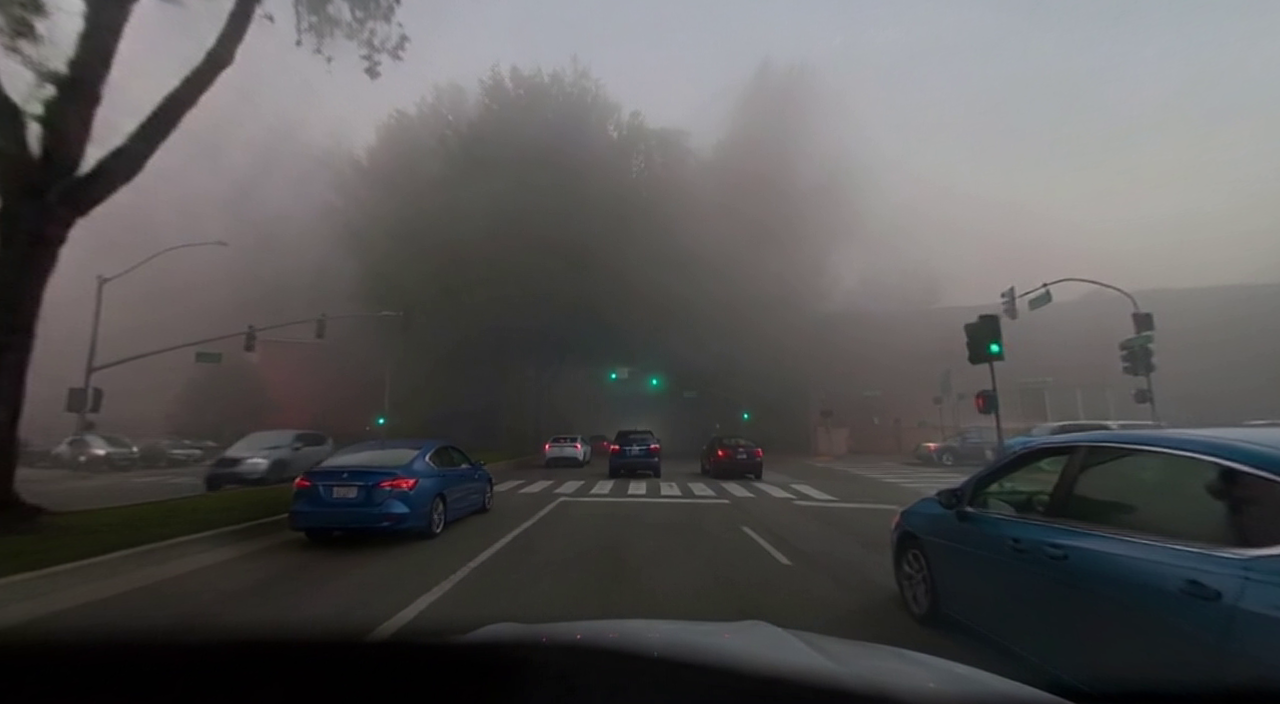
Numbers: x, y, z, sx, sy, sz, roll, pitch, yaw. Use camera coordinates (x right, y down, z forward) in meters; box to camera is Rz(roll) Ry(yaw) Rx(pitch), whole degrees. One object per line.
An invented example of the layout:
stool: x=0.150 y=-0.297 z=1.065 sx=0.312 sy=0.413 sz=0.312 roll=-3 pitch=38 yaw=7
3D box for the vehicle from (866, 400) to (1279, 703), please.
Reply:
vehicle: x=3.071 y=1.089 z=3.401 sx=2.052 sy=1.475 sz=4.540 roll=0 pitch=-8 yaw=0

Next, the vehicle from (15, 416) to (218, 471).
vehicle: x=-35.019 y=6.056 z=42.232 sx=12.467 sy=3.385 sz=3.314 roll=-1 pitch=-8 yaw=13

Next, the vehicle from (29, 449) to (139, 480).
vehicle: x=-30.072 y=6.055 z=34.117 sx=4.488 sy=1.445 sz=2.098 roll=-1 pitch=-8 yaw=12

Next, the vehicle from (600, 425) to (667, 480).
vehicle: x=-0.243 y=3.865 z=24.589 sx=2.361 sy=1.898 sz=4.465 roll=0 pitch=-8 yaw=0

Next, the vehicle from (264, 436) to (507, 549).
vehicle: x=-3.604 y=2.015 z=9.869 sx=2.115 sy=1.369 sz=3.908 roll=0 pitch=-8 yaw=1

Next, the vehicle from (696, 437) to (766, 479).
vehicle: x=3.475 y=4.134 z=24.930 sx=2.058 sy=1.472 sz=4.317 roll=1 pitch=-8 yaw=-1

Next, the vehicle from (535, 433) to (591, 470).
vehicle: x=-3.638 y=4.780 z=30.530 sx=2.130 sy=1.645 sz=3.995 roll=0 pitch=-8 yaw=1
